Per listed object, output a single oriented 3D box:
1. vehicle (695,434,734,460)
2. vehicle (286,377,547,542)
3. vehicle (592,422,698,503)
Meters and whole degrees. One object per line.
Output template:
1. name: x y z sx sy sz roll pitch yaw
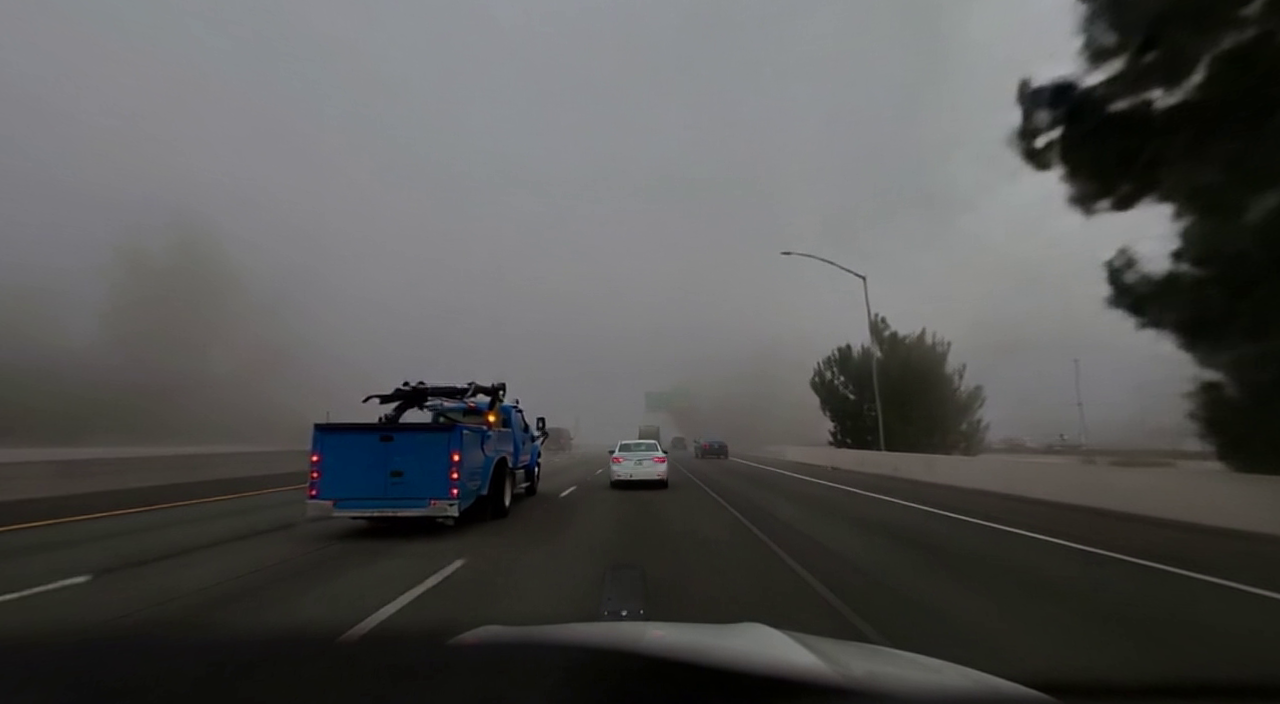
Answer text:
1. vehicle: 4.945 6.359 42.251 2.079 1.656 4.506 0 -8 0
2. vehicle: -3.344 1.806 11.087 2.526 2.146 5.594 0 -8 0
3. vehicle: 0.119 2.605 15.207 2.165 1.653 4.456 0 -8 0
